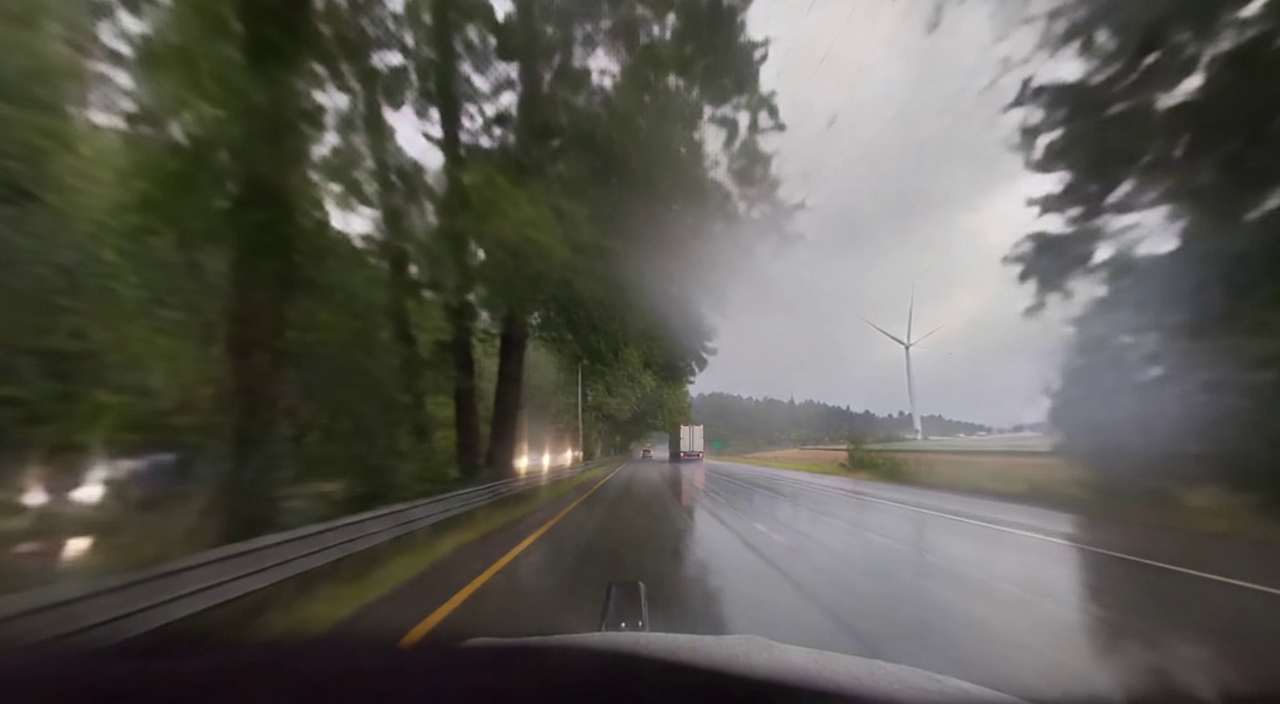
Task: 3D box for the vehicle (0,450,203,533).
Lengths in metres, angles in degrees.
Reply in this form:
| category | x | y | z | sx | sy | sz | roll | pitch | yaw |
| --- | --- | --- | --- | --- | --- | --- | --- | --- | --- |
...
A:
| category | x | y | z | sx | sy | sz | roll | pitch | yaw |
| --- | --- | --- | --- | --- | --- | --- | --- | --- | --- |
| vehicle | -15.243 | 3.807 | 17.898 | 2.094 | 1.999 | 4.762 | -1 | -9 | 1 |
